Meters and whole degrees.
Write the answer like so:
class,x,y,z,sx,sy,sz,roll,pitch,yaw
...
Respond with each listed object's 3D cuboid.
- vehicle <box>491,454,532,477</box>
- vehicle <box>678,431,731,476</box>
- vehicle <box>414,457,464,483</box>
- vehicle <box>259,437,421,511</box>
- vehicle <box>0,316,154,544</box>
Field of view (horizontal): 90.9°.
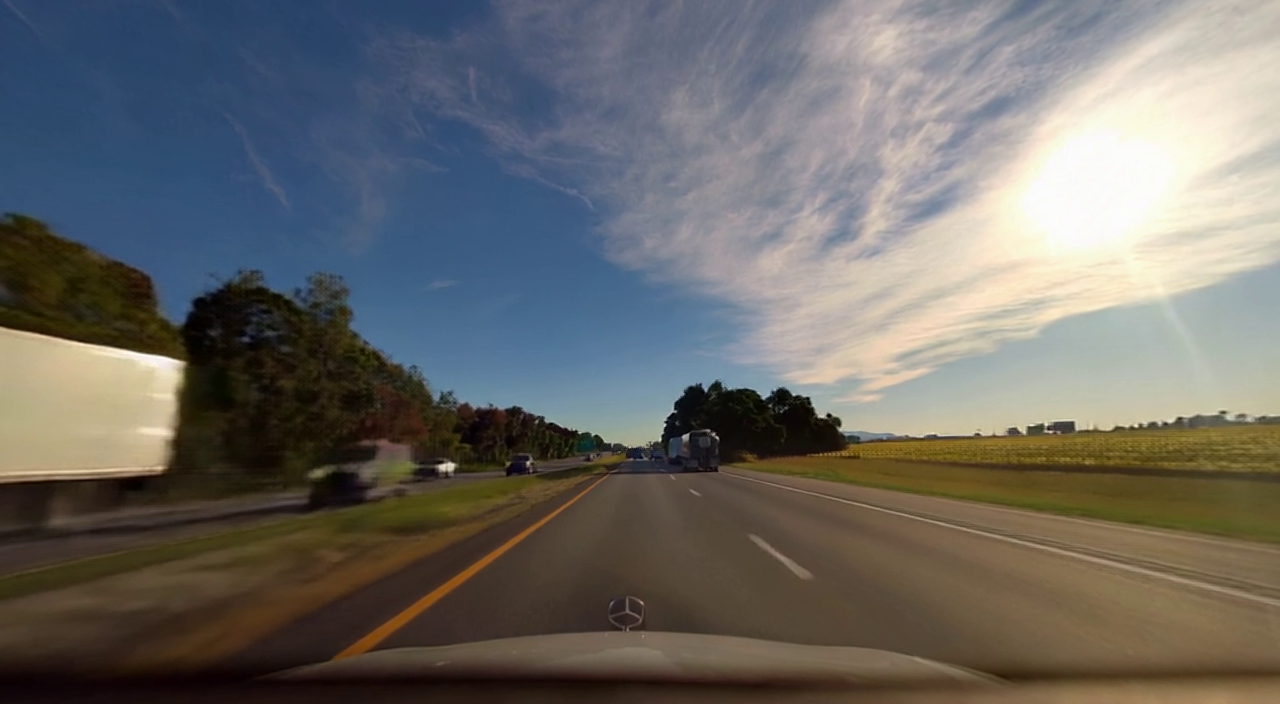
class,x,y,z,sx,sy,sz,roll,pitch,yaw
vehicle,-9.097,8.033,44.847,1.989,1.540,4.178,0,-9,1
vehicle,3.843,6.211,38.620,2.472,2.562,5.594,0,-9,-2
vehicle,-12.542,7.363,39.560,1.841,1.447,3.943,0,-9,0
vehicle,-8.507,3.508,18.583,2.140,1.850,5.186,0,-9,1
vehicle,-13.229,1.061,9.127,3.428,4.062,11.018,0,-9,1
